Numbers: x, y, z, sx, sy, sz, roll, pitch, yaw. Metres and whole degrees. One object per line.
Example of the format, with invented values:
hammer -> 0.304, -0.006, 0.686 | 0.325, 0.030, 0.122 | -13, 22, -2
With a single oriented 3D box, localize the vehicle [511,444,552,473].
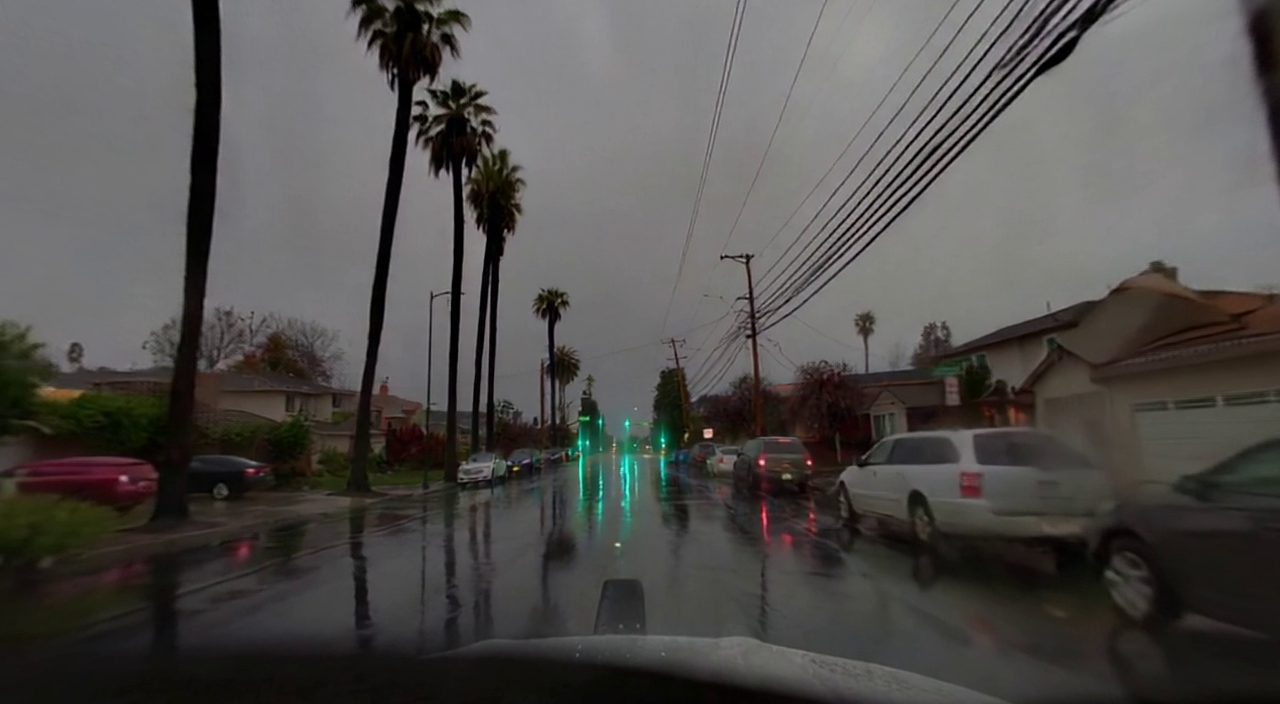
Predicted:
vehicle -> -7.870, 7.756, 46.210 | 2.077, 1.888, 4.551 | -1, -8, 2

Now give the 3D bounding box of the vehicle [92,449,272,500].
vehicle -> -14.499, 3.888, 20.194 | 4.305, 1.505, 1.793 | 0, -8, -1

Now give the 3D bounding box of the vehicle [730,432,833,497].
vehicle -> 4.418, 3.605, 20.656 | 2.115, 1.826, 4.871 | 0, -8, -2

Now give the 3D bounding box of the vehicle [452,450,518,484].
vehicle -> -7.528, 5.606, 31.187 | 2.013, 1.483, 4.645 | 0, -8, 1

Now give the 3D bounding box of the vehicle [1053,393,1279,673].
vehicle -> 4.809, 1.084, 3.723 | 1.894, 1.675, 4.294 | 0, -8, 1

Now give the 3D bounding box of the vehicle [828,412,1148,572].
vehicle -> 4.611, 1.909, 9.452 | 1.922, 1.761, 4.633 | 1, -8, -3
